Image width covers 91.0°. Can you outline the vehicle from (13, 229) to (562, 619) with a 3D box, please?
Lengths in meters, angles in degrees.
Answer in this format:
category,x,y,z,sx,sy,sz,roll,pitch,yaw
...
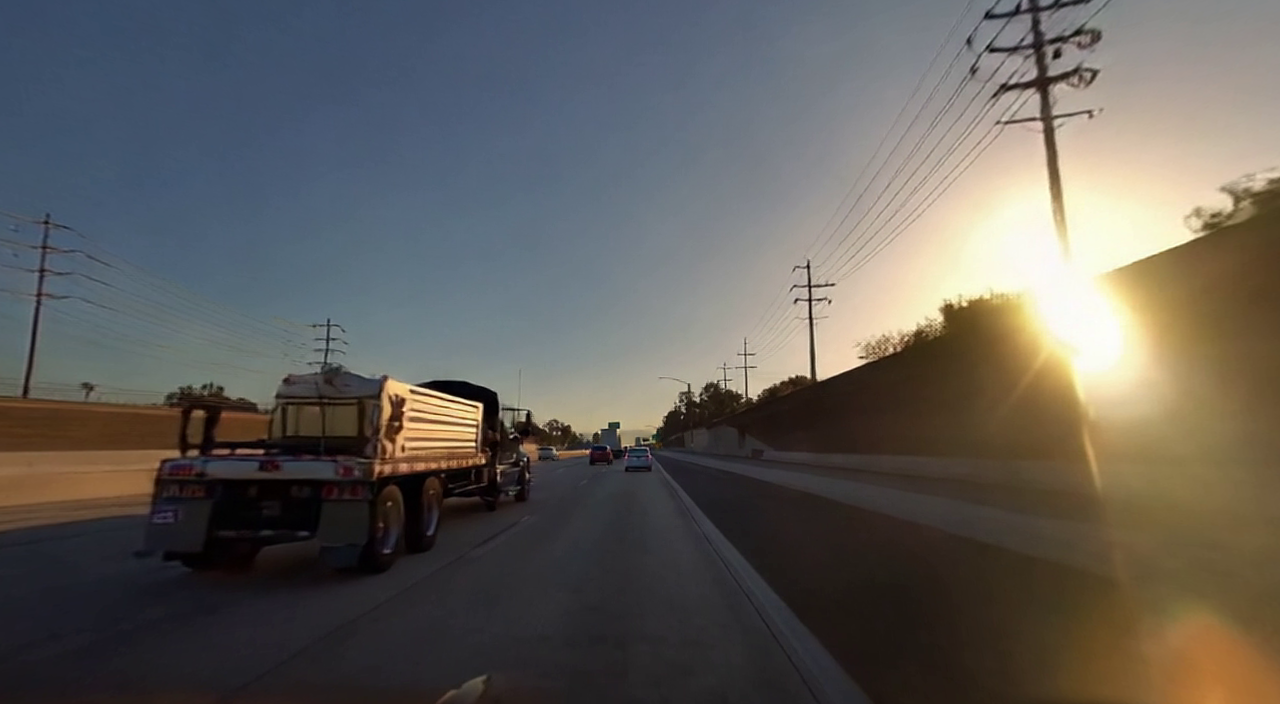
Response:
category,x,y,z,sx,sy,sz,roll,pitch,yaw
vehicle,-3.453,1.220,9.814,3.023,3.246,9.102,-1,-9,2

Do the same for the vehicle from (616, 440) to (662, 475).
category,x,y,z,sx,sy,sz,roll,pitch,yaw
vehicle,-0.049,5.308,31.851,2.178,1.640,4.071,0,-9,0
